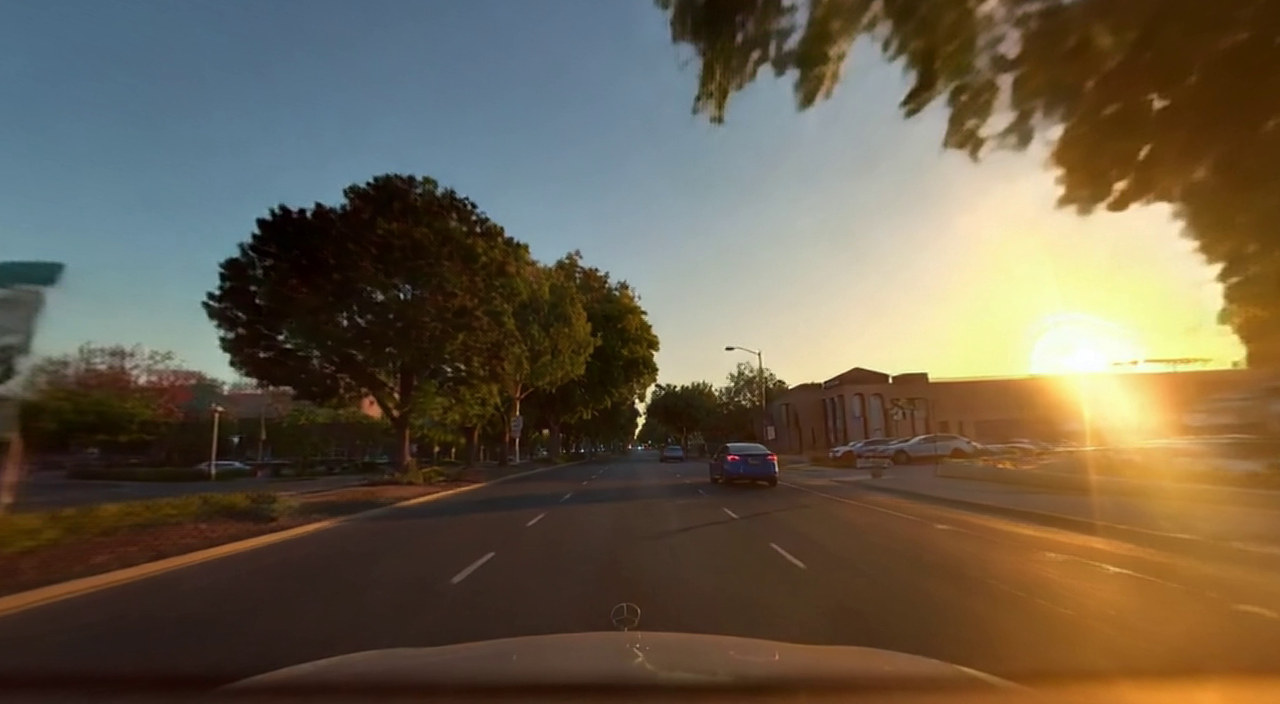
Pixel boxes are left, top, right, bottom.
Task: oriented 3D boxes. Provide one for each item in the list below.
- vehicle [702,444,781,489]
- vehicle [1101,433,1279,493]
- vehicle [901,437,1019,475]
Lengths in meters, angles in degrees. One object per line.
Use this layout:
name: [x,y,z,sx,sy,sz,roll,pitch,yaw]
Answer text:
vehicle: [3.647,4.177,23.533,2.033,1.482,4.571,0,-8,-2]
vehicle: [15.075,2.868,16.603,4.236,1.430,2.139,0,-8,-1]
vehicle: [15.824,5.150,31.411,4.684,1.448,2.090,-4,-8,-3]
